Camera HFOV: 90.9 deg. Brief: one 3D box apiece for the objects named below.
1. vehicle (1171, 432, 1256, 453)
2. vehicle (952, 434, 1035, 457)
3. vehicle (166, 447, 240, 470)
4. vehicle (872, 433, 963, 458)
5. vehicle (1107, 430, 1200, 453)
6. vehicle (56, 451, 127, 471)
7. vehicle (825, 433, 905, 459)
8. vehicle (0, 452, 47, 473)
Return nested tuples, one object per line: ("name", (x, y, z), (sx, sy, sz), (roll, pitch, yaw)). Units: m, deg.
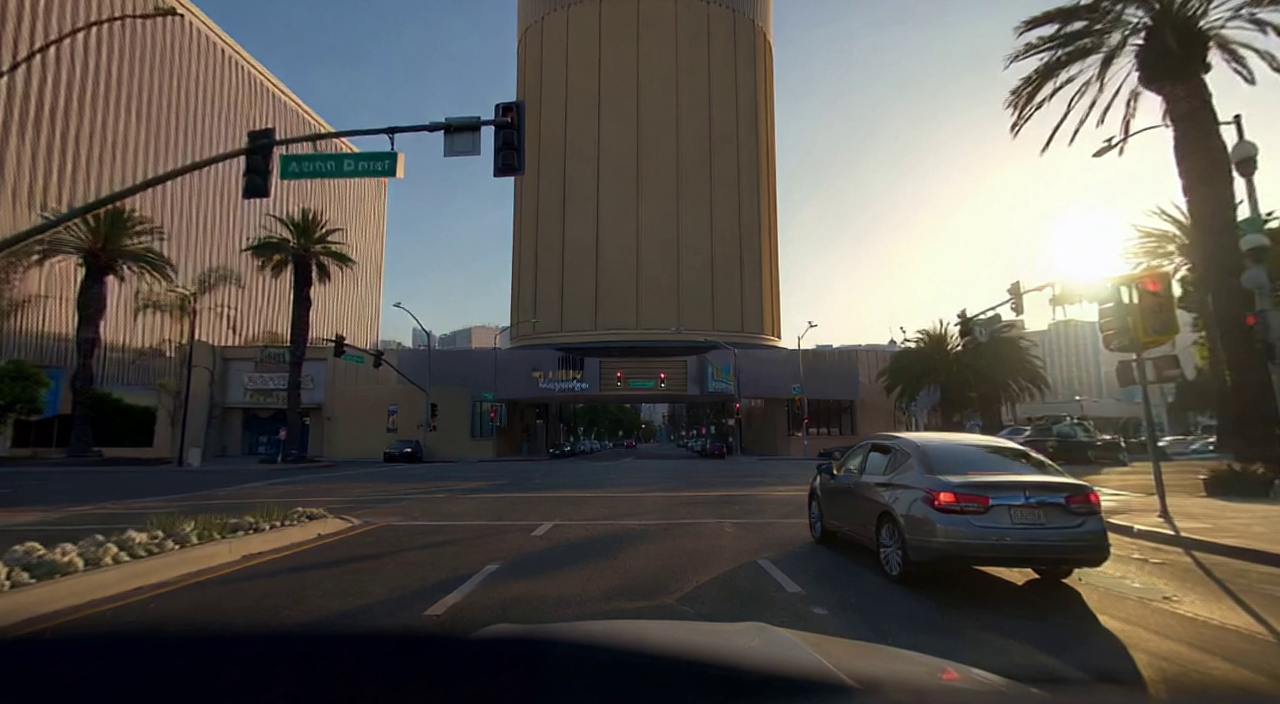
("vehicle", (42.100, 6.634, 46.305), (4.437, 1.469, 1.811), (0, -8, 0))
("vehicle", (23.524, 6.208, 42.008), (4.423, 1.465, 1.798), (0, -8, 0))
("vehicle", (-33.239, 8.104, 48.004), (4.136, 1.661, 1.857), (0, -8, 0))
("vehicle", (16.903, 5.733, 38.504), (4.684, 1.461, 1.777), (0, -8, -1))
("vehicle", (33.818, 5.933, 41.579), (4.567, 1.458, 1.791), (0, -8, 0))
("vehicle", (-41.728, 8.305, 48.010), (3.698, 1.467, 1.779), (0, -8, -1))
("vehicle", (15.022, 6.282, 42.250), (4.648, 1.665, 1.910), (0, -8, -1))
("vehicle", (-48.060, 8.416, 48.135), (3.786, 1.555, 1.702), (0, -8, 2))
